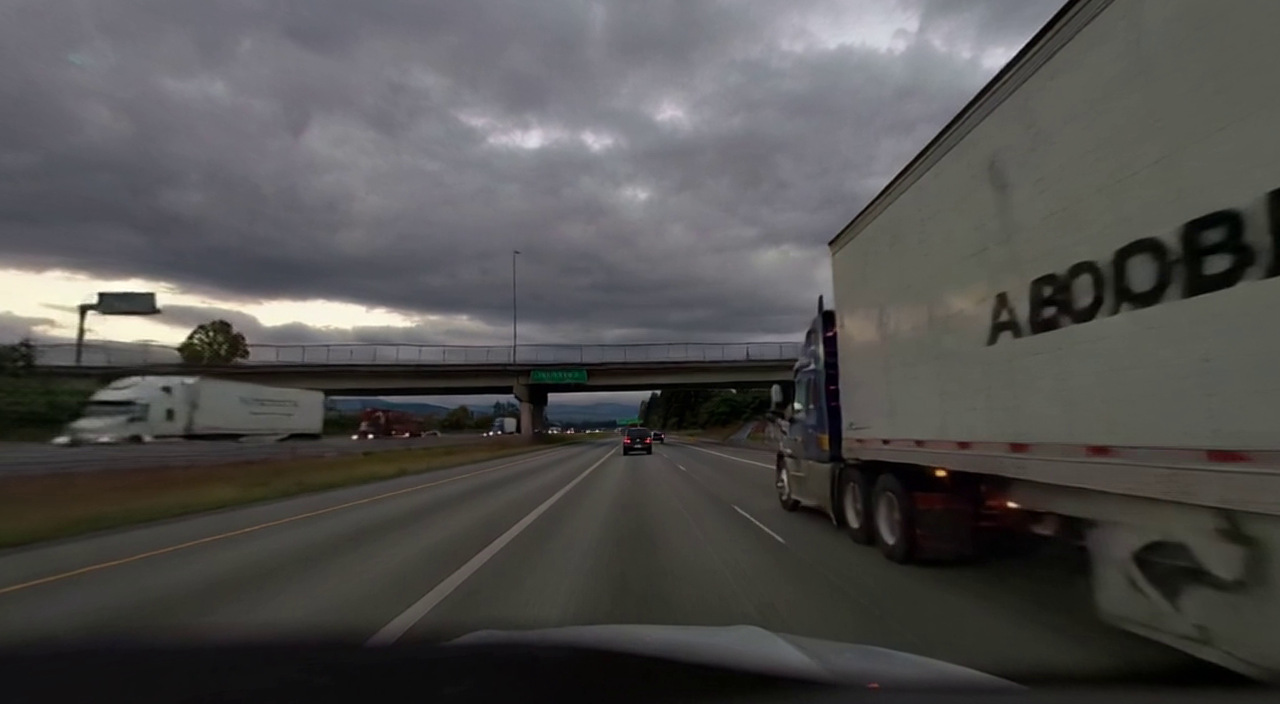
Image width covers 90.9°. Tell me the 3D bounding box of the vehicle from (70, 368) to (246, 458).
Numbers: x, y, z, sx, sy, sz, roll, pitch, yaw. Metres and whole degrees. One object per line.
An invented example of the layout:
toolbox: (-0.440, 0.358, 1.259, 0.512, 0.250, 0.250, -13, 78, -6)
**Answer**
vehicle: (-23.506, 3.142, 31.351, 3.010, 3.948, 6.974, 0, -8, 1)

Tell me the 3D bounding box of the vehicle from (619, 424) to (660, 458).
vehicle: (-0.056, 5.298, 37.579, 2.277, 1.913, 4.510, 0, -8, -1)

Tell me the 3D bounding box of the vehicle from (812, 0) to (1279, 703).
vehicle: (4.094, -0.363, 1.839, 2.987, 4.021, 14.105, 0, -8, -1)
